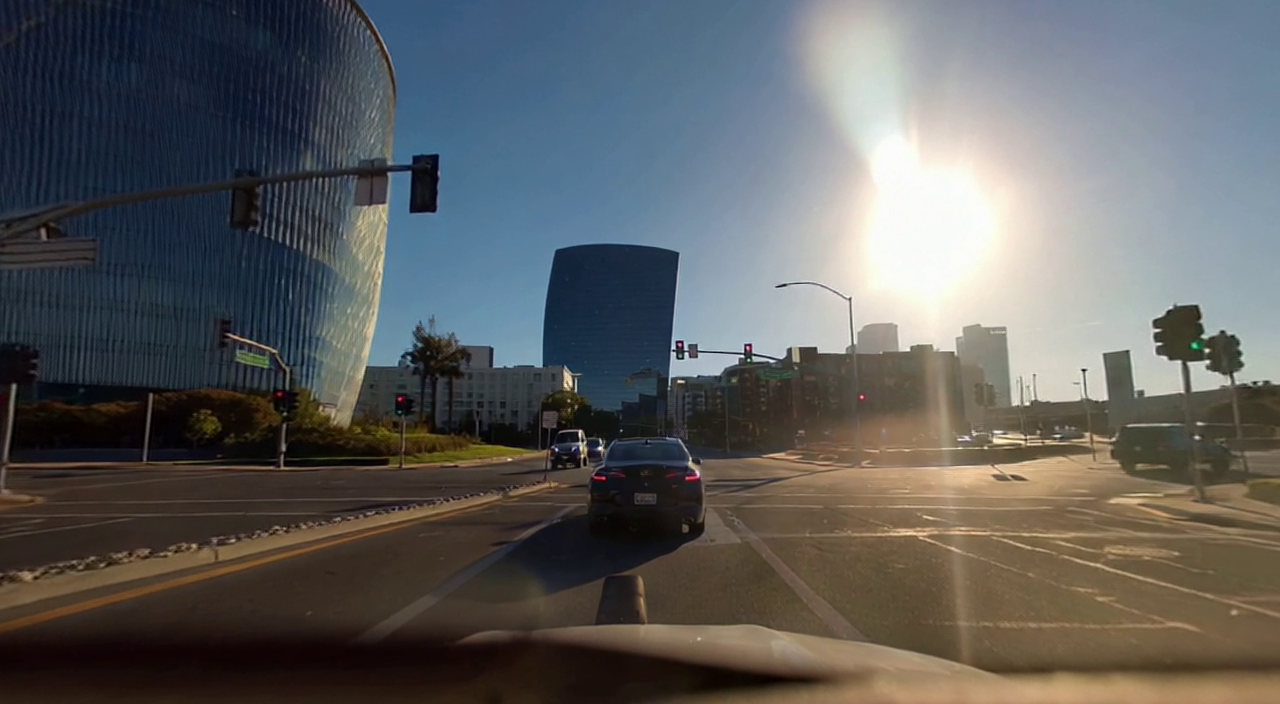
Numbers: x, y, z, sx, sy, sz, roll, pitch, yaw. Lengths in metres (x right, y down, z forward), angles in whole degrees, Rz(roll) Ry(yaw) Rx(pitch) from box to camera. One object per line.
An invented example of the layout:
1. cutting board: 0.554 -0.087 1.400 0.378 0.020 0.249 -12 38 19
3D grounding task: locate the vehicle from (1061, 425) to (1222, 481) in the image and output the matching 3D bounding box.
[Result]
1. vehicle: 17.401 3.489 21.880 4.739 1.749 2.174 4 -9 -21

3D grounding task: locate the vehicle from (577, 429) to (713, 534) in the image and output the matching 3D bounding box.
1. vehicle: 0.188 2.240 11.492 2.014 1.525 4.197 0 -9 3

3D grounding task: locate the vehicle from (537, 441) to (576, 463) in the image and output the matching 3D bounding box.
1. vehicle: -6.343 7.661 48.297 2.113 1.535 4.504 0 -9 3
